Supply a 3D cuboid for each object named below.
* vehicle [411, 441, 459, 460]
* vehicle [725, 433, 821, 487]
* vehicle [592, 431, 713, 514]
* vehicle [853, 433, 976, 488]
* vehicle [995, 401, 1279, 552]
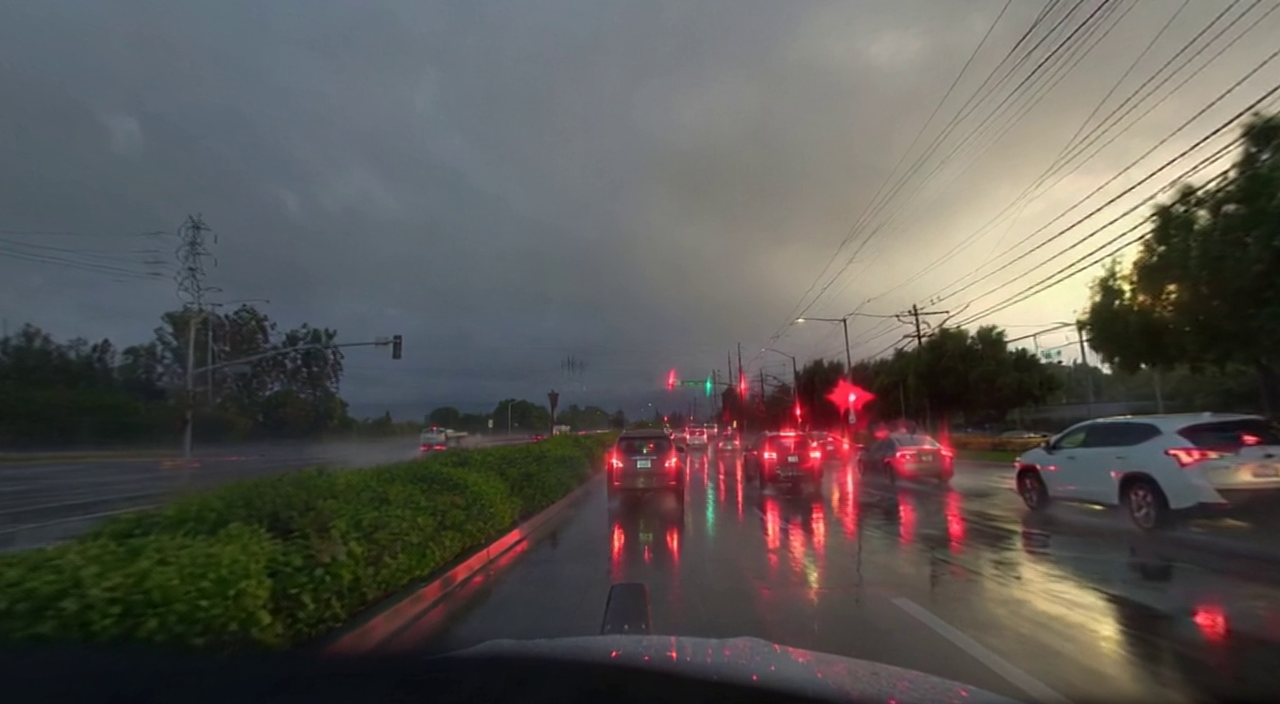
[{"bbox_3d":[-15.827,7.610,48.932,1.986,1.404,4.177,-1,-8,5],"label":"vehicle"},{"bbox_3d":[3.944,3.306,19.554,2.028,1.454,4.531,0,-8,0],"label":"vehicle"},{"bbox_3d":[0.266,2.526,13.730,2.208,1.498,4.401,0,-8,1],"label":"vehicle"},{"bbox_3d":[8.199,3.277,19.350,1.905,1.483,4.469,-1,-8,3],"label":"vehicle"},{"bbox_3d":[8.281,1.864,10.146,2.195,1.802,5.051,0,-8,1],"label":"vehicle"}]
